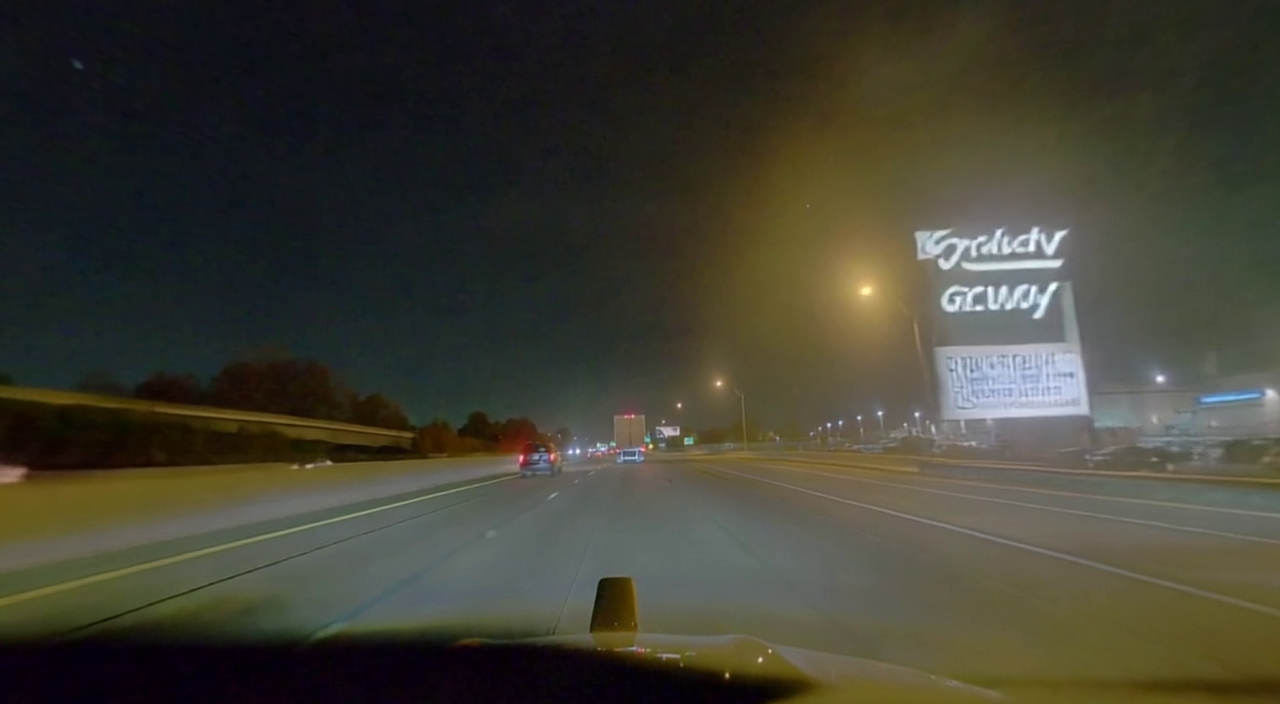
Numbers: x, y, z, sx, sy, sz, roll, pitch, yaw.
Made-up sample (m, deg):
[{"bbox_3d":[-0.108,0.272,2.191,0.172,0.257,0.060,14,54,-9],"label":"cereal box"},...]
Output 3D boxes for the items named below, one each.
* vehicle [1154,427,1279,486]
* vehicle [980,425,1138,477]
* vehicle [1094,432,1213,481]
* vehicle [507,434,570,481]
[{"bbox_3d":[31.730,5.623,34.484,6.081,2.952,2.754,3,-8,-21],"label":"vehicle"},{"bbox_3d":[29.479,7.024,45.299,3.185,3.246,9.903,1,-8,-11],"label":"vehicle"},{"bbox_3d":[30.505,6.172,37.579,5.652,2.685,2.596,2,-9,-18],"label":"vehicle"},{"bbox_3d":[-4.474,4.712,28.540,2.095,1.930,4.680,0,-8,0],"label":"vehicle"}]
